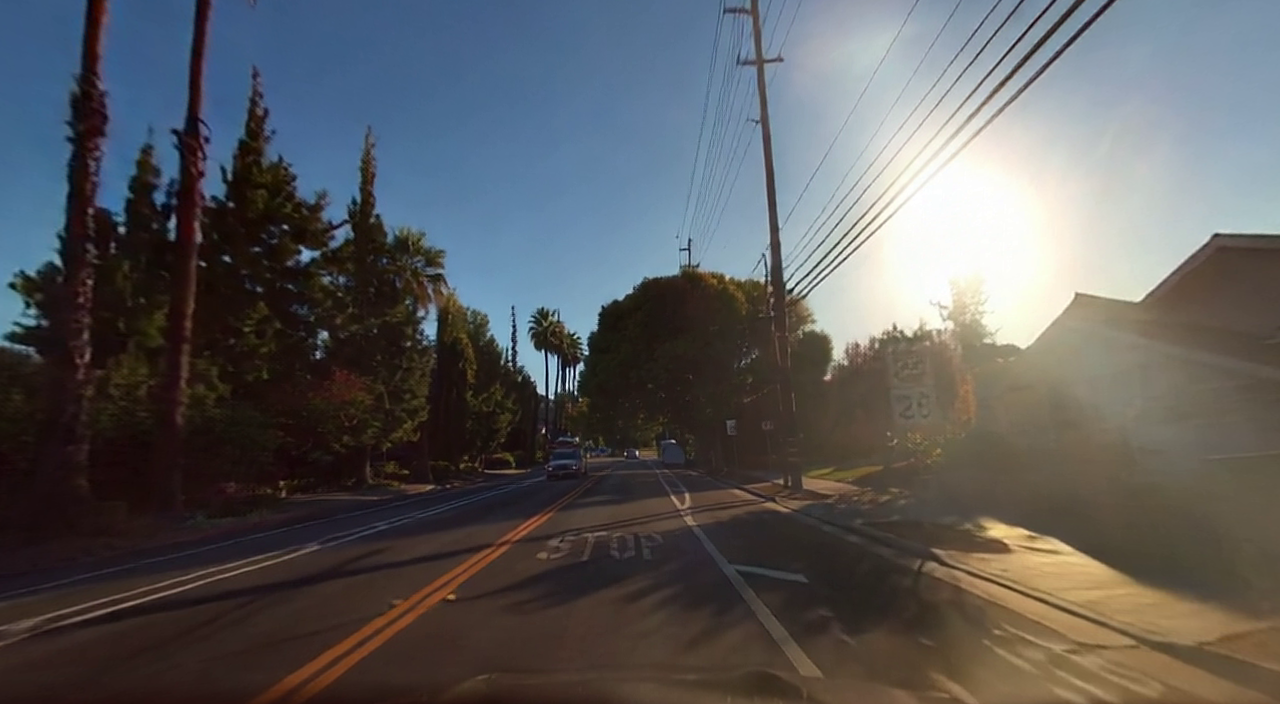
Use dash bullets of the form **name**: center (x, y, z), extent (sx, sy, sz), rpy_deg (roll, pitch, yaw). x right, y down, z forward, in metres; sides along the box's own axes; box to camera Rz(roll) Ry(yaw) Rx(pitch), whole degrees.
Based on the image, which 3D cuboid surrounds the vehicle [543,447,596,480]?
- **vehicle**: center (-3.835, 6.184, 35.403), extent (2.336, 1.669, 5.581), rpy_deg (0, -9, 0)

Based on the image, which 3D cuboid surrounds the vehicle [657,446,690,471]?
- **vehicle**: center (2.583, 8.345, 49.869), extent (2.168, 1.851, 4.861), rpy_deg (0, -9, -1)
